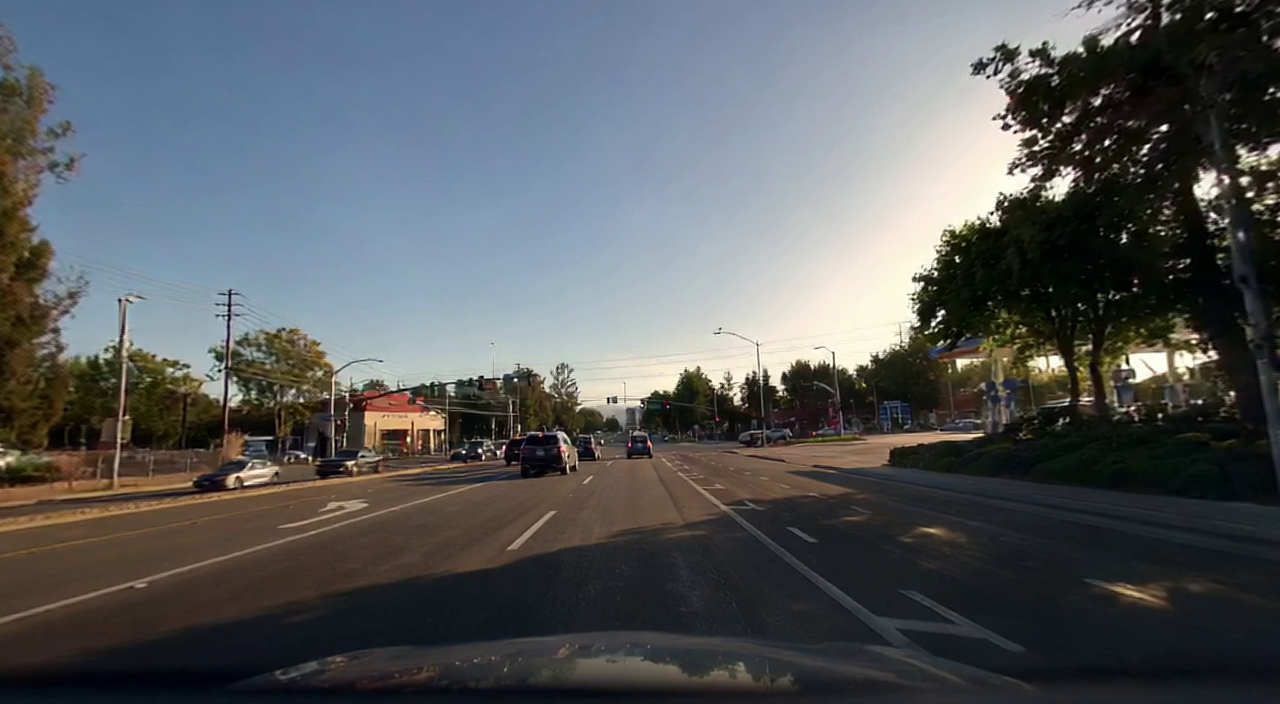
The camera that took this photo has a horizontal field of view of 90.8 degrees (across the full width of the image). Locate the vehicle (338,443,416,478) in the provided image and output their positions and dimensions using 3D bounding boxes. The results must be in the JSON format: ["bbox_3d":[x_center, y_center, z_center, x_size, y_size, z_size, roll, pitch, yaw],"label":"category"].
[{"bbox_3d":[-13.450,5.571,32.679,1.981,1.671,4.598,0,-9,1],"label":"vehicle"}]

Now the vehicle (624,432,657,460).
[{"bbox_3d":[0.092,6.616,44.478,2.224,1.819,5.005,0,-9,1],"label":"vehicle"}]

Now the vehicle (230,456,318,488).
[{"bbox_3d":[-16.968,5.566,29.516,1.765,1.310,3.824,0,-9,0],"label":"vehicle"}]

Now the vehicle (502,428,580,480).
[{"bbox_3d":[-3.506,3.751,23.293,2.096,1.718,4.266,0,-9,1],"label":"vehicle"}]

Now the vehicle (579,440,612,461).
[{"bbox_3d":[-3.085,6.974,44.835,1.881,1.424,4.098,0,-9,2],"label":"vehicle"}]
